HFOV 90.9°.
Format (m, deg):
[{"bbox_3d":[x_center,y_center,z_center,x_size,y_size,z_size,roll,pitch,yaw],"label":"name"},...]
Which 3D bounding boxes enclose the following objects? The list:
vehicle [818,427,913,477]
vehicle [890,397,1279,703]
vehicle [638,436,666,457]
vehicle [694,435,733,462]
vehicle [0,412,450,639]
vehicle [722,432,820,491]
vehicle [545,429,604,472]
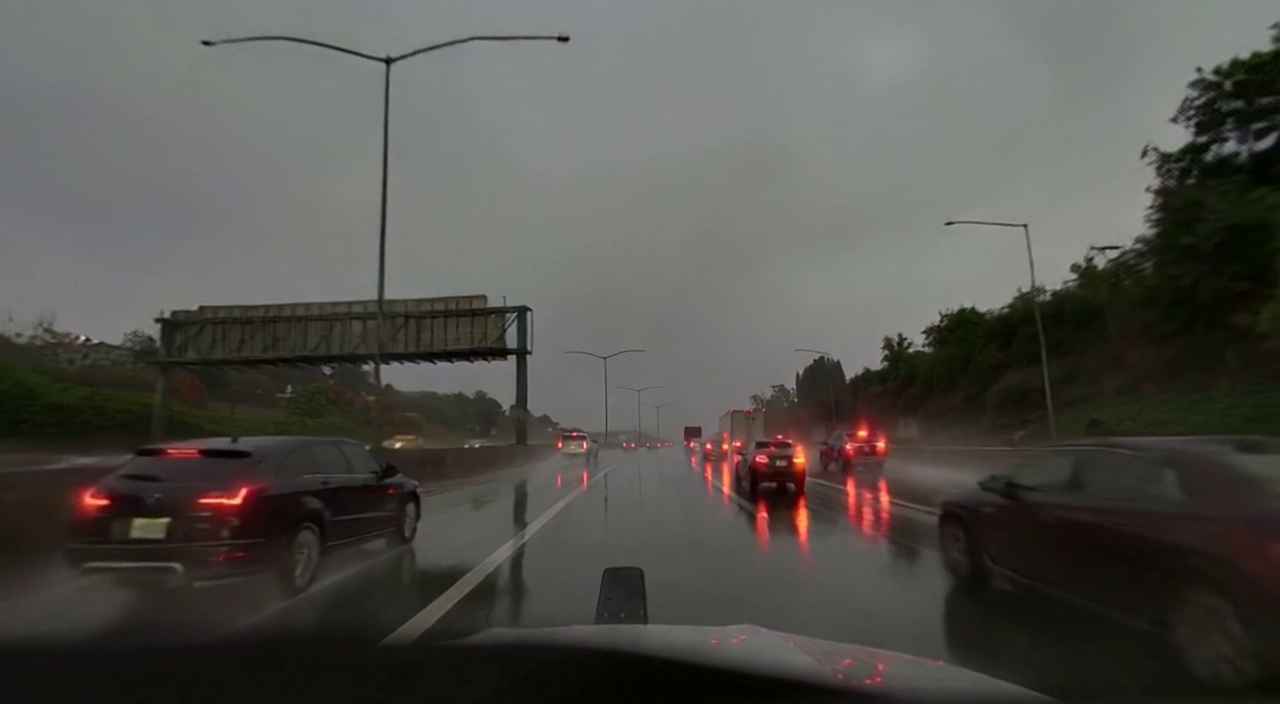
[{"bbox_3d":[8.531,3.824,24.326,1.987,1.726,4.515,0,-8,0],"label":"vehicle"},{"bbox_3d":[3.820,1.219,4.658,1.999,1.482,4.743,0,-8,0],"label":"vehicle"},{"bbox_3d":[0.896,7.128,47.641,2.040,1.461,3.984,0,-8,1],"label":"vehicle"},{"bbox_3d":[4.466,5.943,38.932,1.933,1.503,4.520,0,-8,0],"label":"vehicle"},{"bbox_3d":[-3.605,1.469,6.426,1.914,1.476,4.416,0,-8,1],"label":"vehicle"},{"bbox_3d":[3.649,3.120,18.324,1.933,1.492,4.125,0,-8,0],"label":"vehicle"},{"bbox_3d":[-2.816,4.345,28.089,2.006,1.741,4.277,-1,-8,2],"label":"vehicle"}]
